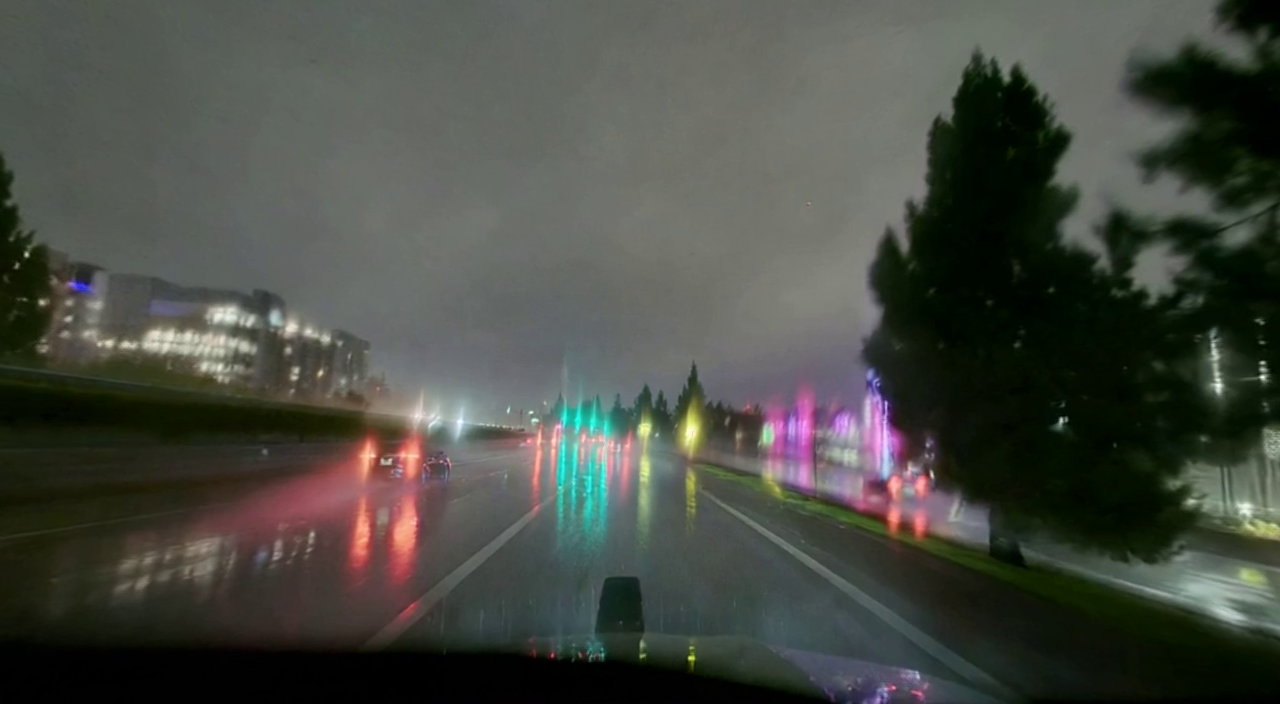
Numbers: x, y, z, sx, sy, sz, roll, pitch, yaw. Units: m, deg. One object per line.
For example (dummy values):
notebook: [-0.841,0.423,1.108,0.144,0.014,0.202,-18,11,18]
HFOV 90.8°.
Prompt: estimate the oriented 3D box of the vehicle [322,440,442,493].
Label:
vehicle: [-7.885,3.520,19.822,2.009,1.454,4.250,0,-9,-1]

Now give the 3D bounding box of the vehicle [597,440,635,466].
vehicle: [-1.317,5.759,36.142,2.038,1.414,4.357,0,-9,-1]

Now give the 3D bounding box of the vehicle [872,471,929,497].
vehicle: [20.432,10.361,49.720,2.023,1.782,4.193,2,-9,-13]
